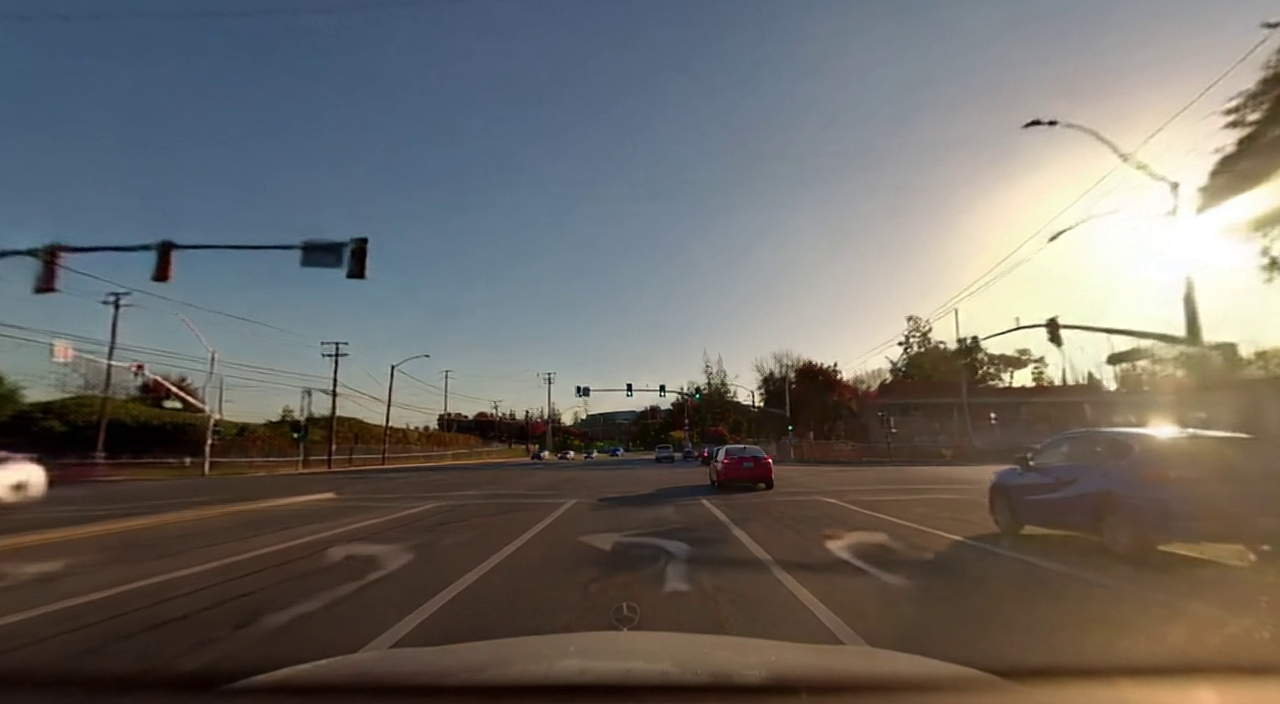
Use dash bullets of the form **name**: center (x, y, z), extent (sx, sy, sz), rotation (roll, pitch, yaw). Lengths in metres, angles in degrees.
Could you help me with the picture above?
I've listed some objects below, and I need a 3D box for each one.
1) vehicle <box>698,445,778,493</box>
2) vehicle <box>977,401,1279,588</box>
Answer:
- **vehicle**: center (3.259, 3.985, 21.917), extent (2.035, 1.460, 4.392), rotation (0, -9, -1)
- **vehicle**: center (6.681, 1.697, 8.342), extent (2.029, 1.795, 4.371), rotation (0, -9, 0)
